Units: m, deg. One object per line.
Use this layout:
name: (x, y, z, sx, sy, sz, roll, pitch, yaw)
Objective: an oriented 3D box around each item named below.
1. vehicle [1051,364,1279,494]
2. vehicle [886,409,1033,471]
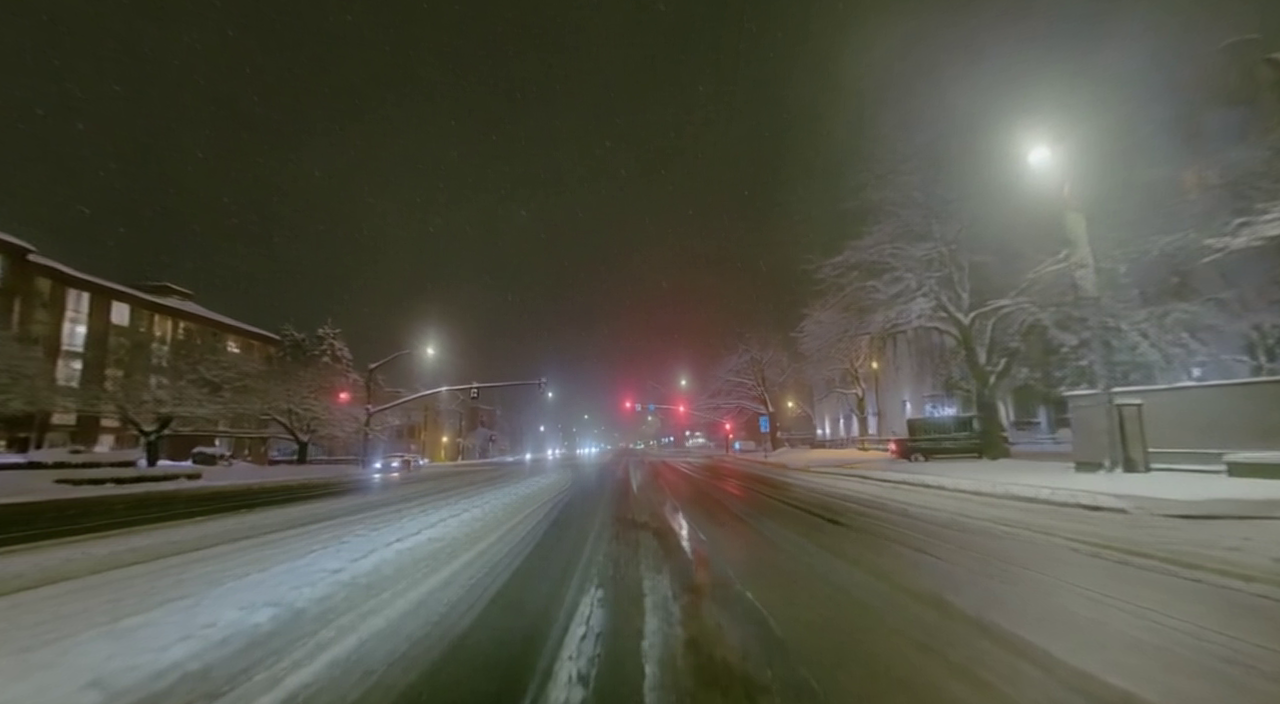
vehicle: (16.904, 2.318, 18.913, 7.225, 3.553, 2.709, 0, -9, -3)
vehicle: (17.795, 4.967, 35.620, 6.639, 3.312, 2.759, -1, -9, 3)
